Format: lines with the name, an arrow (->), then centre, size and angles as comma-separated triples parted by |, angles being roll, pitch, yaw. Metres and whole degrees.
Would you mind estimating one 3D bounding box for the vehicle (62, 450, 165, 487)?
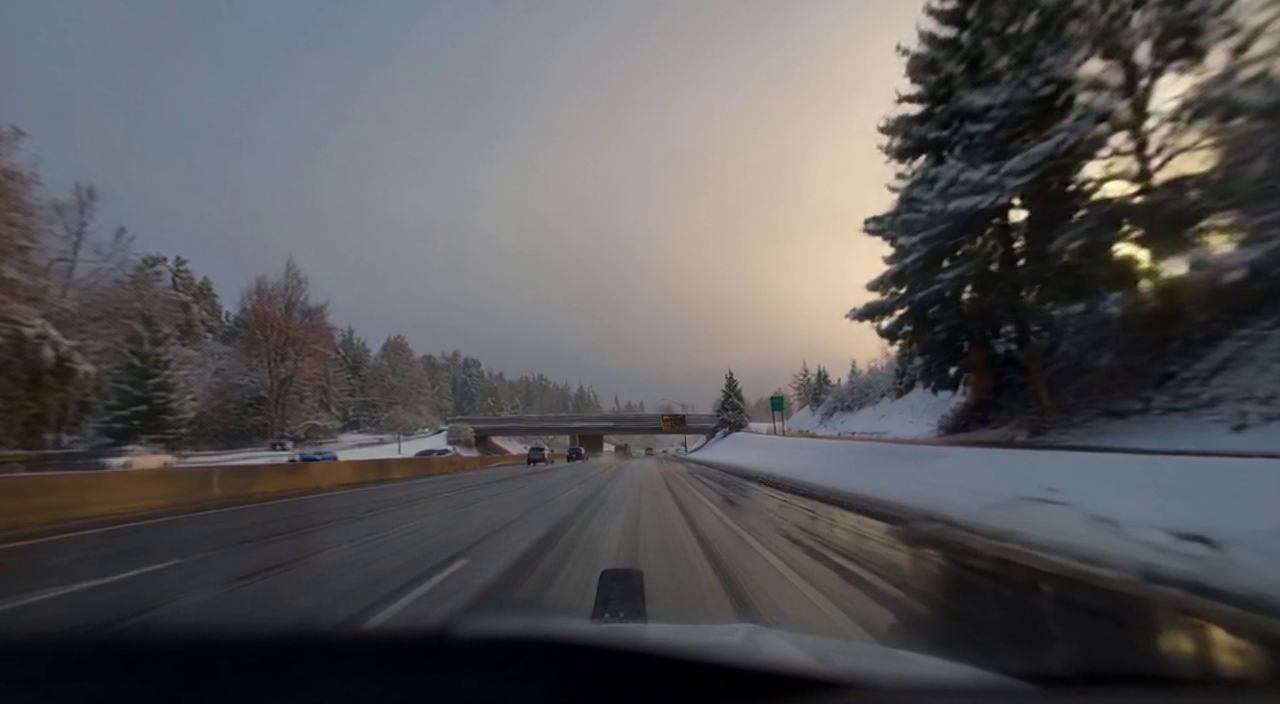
vehicle -> -20.915, 4.615, 25.210 | 1.447, 1.320, 3.188 | 0, -8, -2
